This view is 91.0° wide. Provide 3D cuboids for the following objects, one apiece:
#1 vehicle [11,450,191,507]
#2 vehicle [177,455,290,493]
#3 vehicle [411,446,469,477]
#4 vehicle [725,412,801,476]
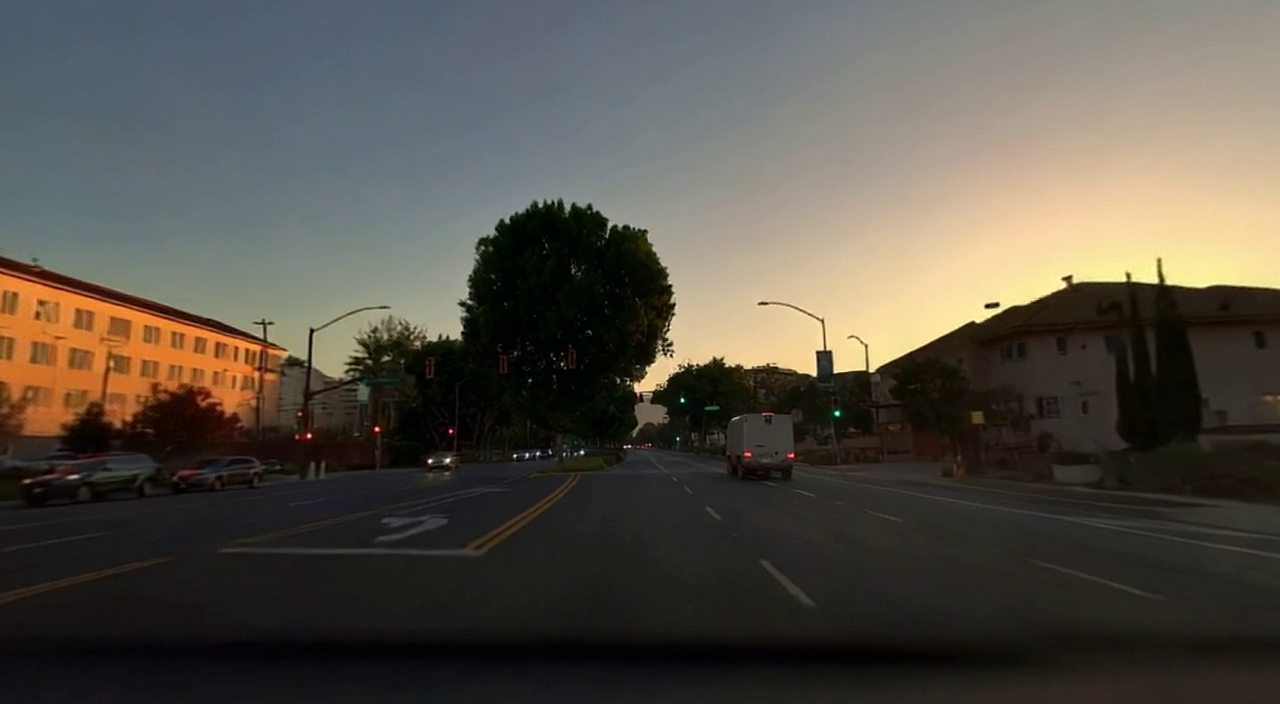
[{"bbox_3d":[-18.334,4.266,21.796,2.097,1.733,4.527,0,-9,2],"label":"vehicle"},{"bbox_3d":[-18.233,5.445,28.574,1.901,1.513,4.795,0,-9,1],"label":"vehicle"},{"bbox_3d":[-11.790,6.473,37.447,2.098,1.704,4.313,0,-9,-1],"label":"vehicle"},{"bbox_3d":[6.732,5.206,35.689,2.802,3.208,7.459,0,-9,0],"label":"vehicle"}]
